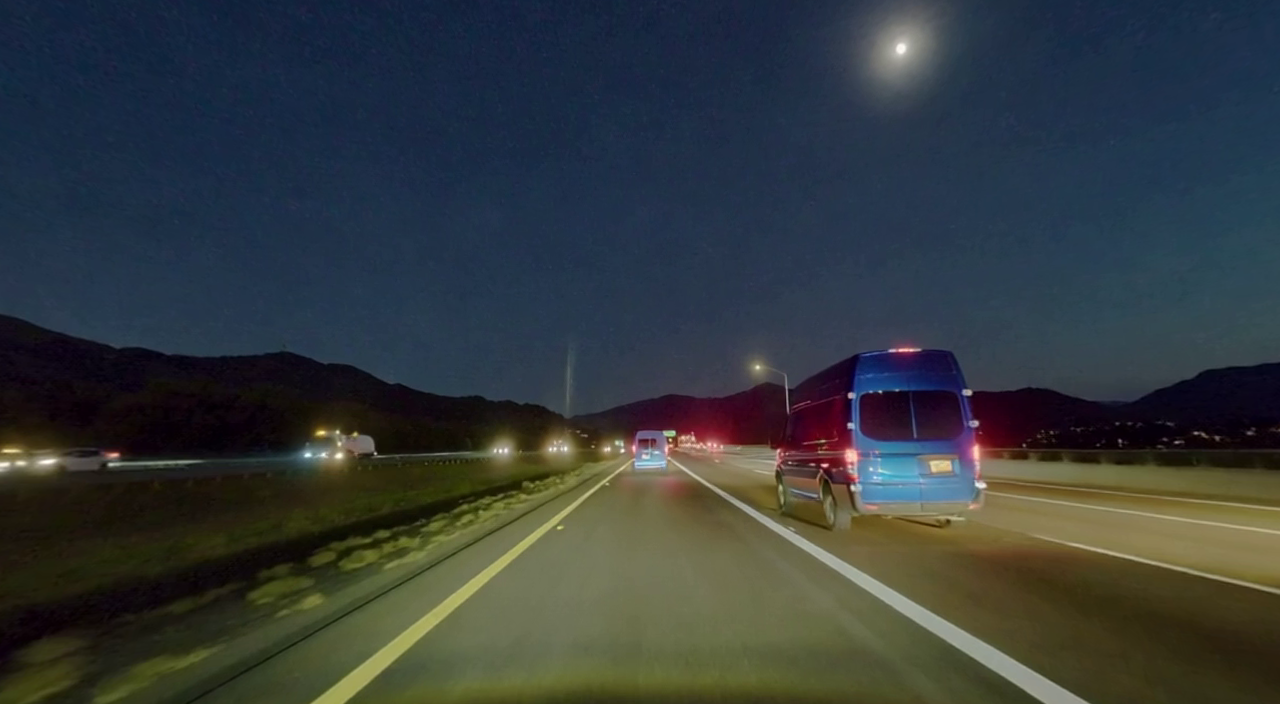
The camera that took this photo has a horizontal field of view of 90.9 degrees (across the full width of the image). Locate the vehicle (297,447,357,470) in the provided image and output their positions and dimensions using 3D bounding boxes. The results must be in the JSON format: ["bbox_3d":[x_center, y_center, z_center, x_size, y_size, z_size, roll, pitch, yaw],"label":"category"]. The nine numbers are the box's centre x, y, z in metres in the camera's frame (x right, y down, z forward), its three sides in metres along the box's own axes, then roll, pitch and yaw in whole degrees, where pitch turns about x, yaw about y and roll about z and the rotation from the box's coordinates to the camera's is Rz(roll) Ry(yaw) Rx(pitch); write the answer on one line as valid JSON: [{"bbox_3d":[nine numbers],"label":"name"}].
[{"bbox_3d":[-24.365,8.281,49.313,2.041,1.704,4.905,0,-8,1],"label":"vehicle"}]

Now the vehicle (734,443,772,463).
[{"bbox_3d":[8.556,7.689,48.096,1.970,1.452,4.419,0,-8,-1],"label":"vehicle"}]

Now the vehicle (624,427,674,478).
[{"bbox_3d":[0.382,4.586,28.883,2.131,2.122,4.473,0,-8,0],"label":"vehicle"}]

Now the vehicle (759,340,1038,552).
[{"bbox_3d":[3.833,1.625,11.124,2.302,2.670,6.176,0,-8,0],"label":"vehicle"}]

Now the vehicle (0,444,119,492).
[{"bbox_3d":[-24.341,4.630,25.636,2.029,1.763,4.915,0,-8,2],"label":"vehicle"}]
